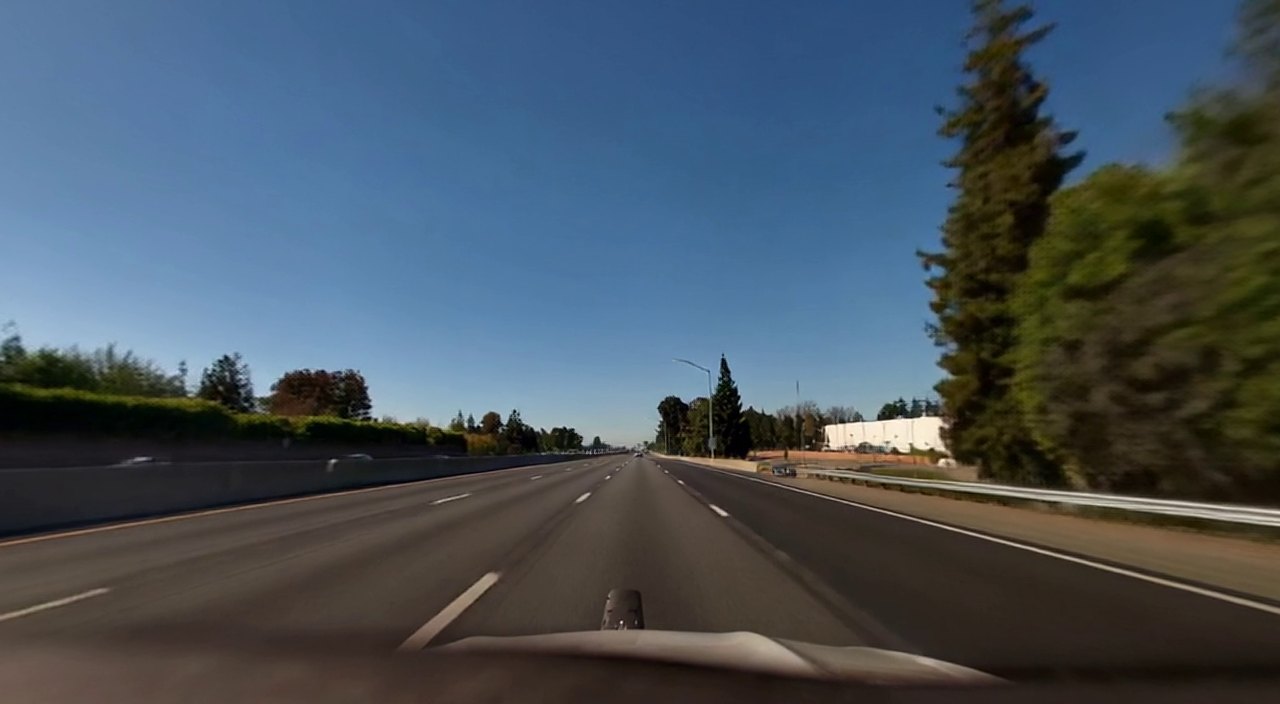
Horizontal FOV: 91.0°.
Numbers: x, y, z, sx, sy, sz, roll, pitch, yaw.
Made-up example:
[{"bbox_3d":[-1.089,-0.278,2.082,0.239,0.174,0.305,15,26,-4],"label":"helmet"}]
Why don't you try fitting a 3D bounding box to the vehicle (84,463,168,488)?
[{"bbox_3d":[-35.679,8.570,43.879,1.868,1.518,4.645,0,-9,1],"label":"vehicle"}]
